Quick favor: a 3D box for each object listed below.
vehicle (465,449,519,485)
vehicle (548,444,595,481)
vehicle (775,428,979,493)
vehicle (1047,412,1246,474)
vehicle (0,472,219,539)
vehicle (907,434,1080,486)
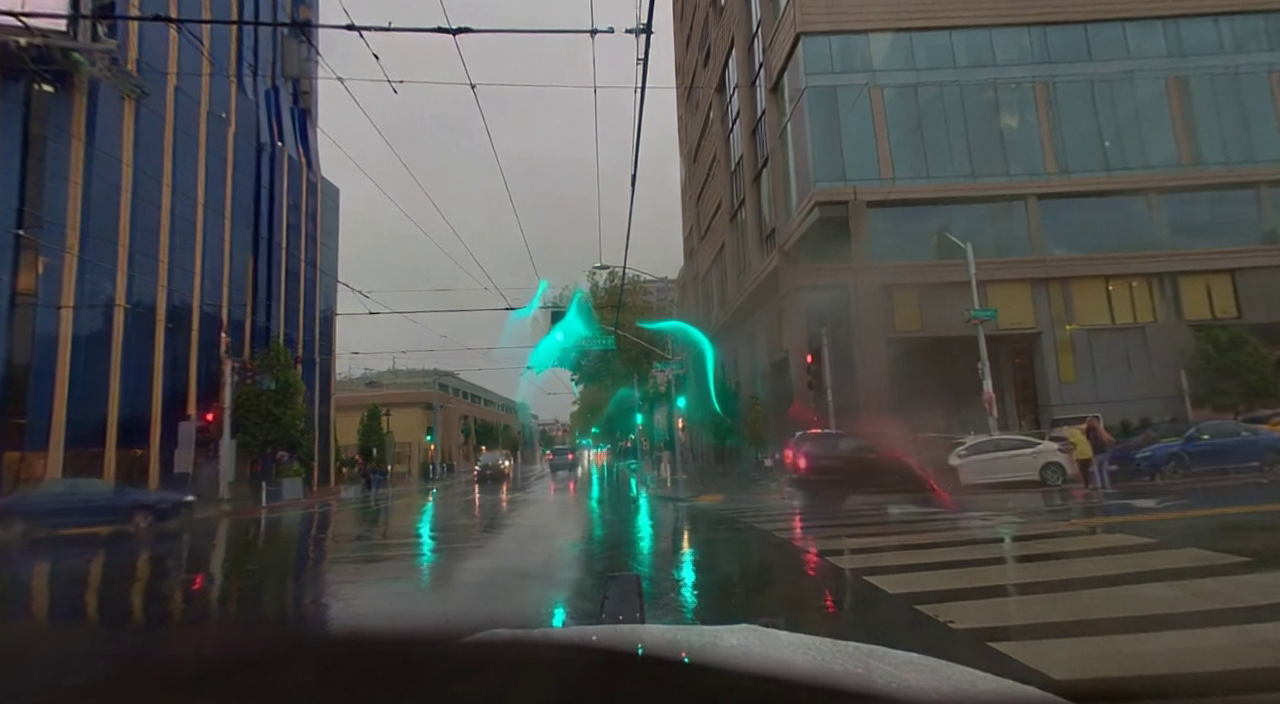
[{"bbox_3d":[-8.423,6.518,36.282,2.121,1.792,4.510,-3,-8,-2],"label":"vehicle"},{"bbox_3d":[-3.708,6.084,35.183,2.137,1.910,5.120,0,-8,-1],"label":"vehicle"},{"bbox_3d":[6.203,2.881,16.942,4.637,1.624,1.927,0,-8,-2],"label":"vehicle"},{"bbox_3d":[16.759,3.037,21.079,4.944,1.946,1.952,0,-8,-3],"label":"vehicle"},{"bbox_3d":[-14.359,4.077,17.103,4.549,1.490,1.797,3,-9,-21],"label":"vehicle"},{"bbox_3d":[11.394,3.488,20.556,4.697,1.510,1.596,0,-9,-4],"label":"vehicle"}]
